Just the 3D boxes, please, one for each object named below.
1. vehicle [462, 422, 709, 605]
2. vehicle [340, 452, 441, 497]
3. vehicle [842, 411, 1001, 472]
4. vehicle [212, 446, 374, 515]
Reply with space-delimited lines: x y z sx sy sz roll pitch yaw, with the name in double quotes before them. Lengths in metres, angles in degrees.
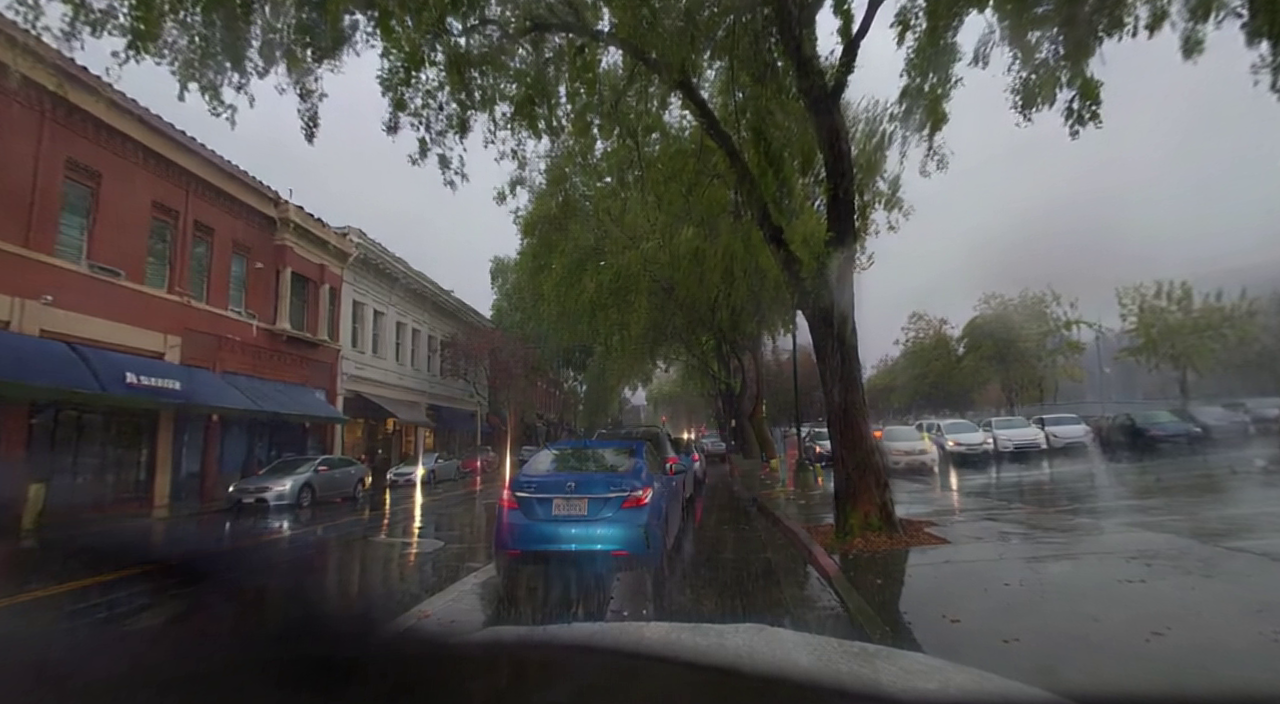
"vehicle" -0.274 1.632 7.295 1.939 1.478 3.922 -1 -8 9
"vehicle" -10.262 5.028 26.271 1.826 1.432 4.556 -7 -9 8
"vehicle" 9.023 2.830 20.225 4.558 1.528 1.915 -1 -7 -23
"vehicle" -11.010 4.064 20.580 2.081 1.718 5.342 -6 -9 3
